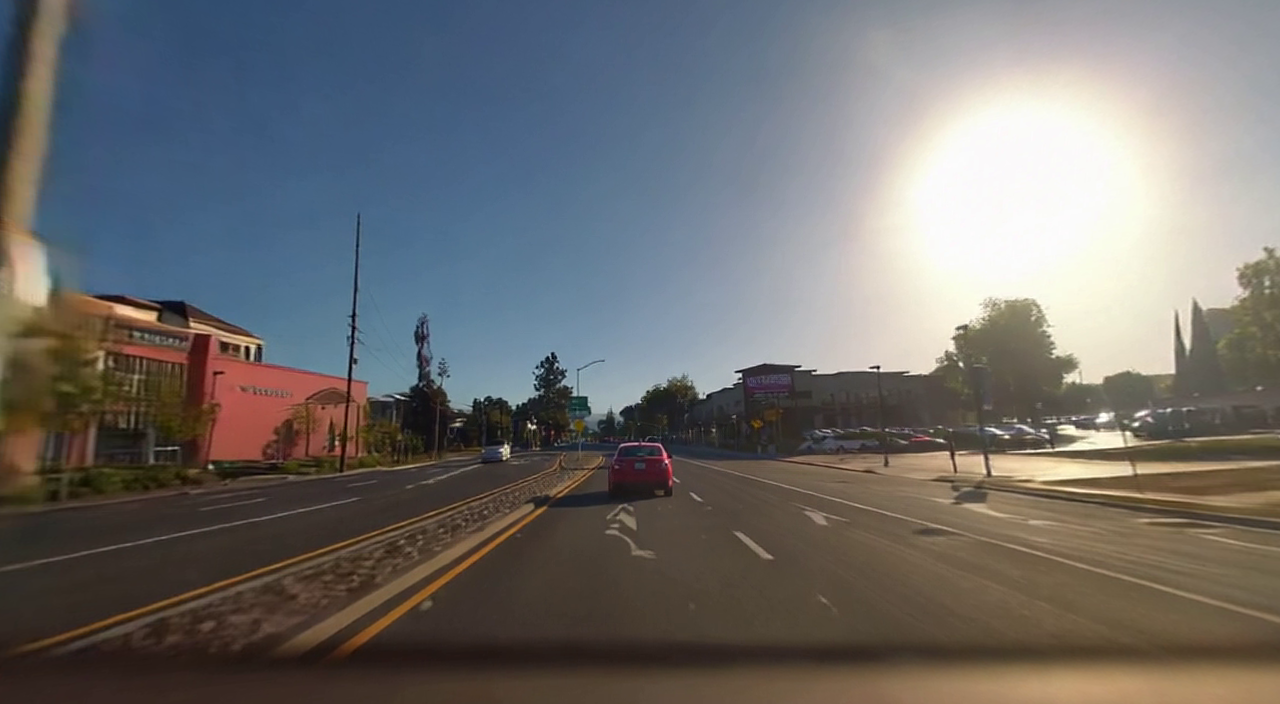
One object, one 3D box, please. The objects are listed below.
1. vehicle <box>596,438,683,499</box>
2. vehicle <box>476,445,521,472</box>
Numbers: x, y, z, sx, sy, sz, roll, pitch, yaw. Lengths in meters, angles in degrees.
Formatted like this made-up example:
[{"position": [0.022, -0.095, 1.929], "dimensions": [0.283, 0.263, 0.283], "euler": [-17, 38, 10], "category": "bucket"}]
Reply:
[{"position": [-0.064, 3.146, 17.445], "dimensions": [2.126, 1.475, 3.967], "euler": [0, -8, -1], "category": "vehicle"}, {"position": [-9.274, 6.991, 41.564], "dimensions": [1.903, 1.476, 4.395], "euler": [-5, -8, -1], "category": "vehicle"}]
